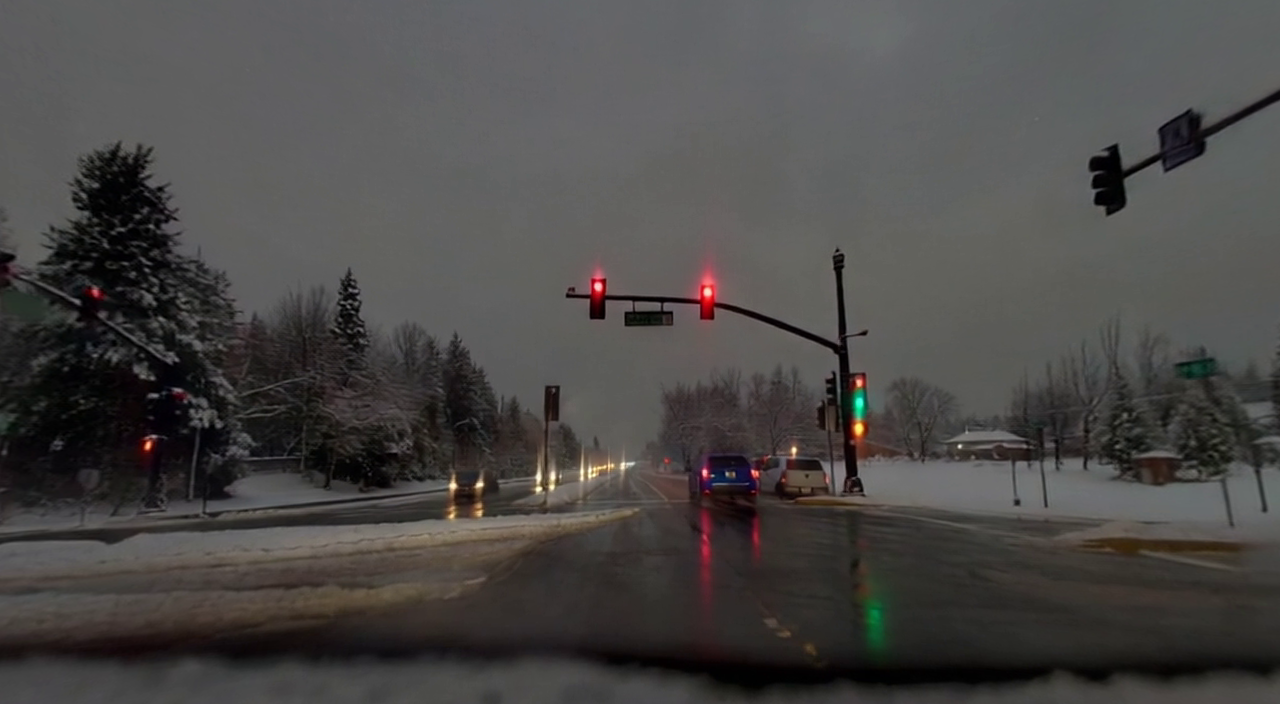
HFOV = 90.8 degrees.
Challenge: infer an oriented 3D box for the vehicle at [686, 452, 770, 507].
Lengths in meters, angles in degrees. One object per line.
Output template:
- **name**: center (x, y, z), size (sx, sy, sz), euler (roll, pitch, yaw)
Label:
- **vehicle**: center (2.933, 4.385, 22.256), size (2.140, 1.655, 4.786), euler (0, -9, -2)

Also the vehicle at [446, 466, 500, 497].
- **vehicle**: center (-8.980, 6.992, 34.312), size (1.818, 1.397, 4.026), euler (0, -9, 0)

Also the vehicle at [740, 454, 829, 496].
- **vehicle**: center (8.732, 7.529, 39.223), size (2.771, 2.214, 7.159), euler (2, -9, -10)
